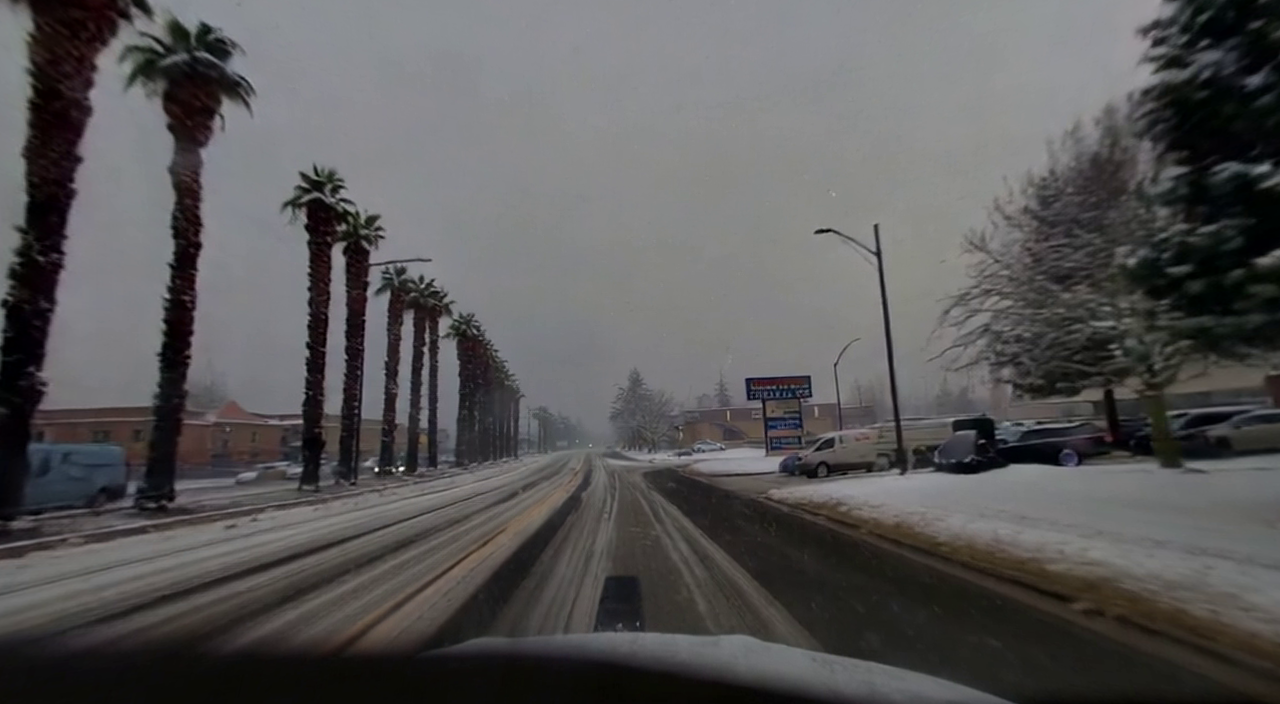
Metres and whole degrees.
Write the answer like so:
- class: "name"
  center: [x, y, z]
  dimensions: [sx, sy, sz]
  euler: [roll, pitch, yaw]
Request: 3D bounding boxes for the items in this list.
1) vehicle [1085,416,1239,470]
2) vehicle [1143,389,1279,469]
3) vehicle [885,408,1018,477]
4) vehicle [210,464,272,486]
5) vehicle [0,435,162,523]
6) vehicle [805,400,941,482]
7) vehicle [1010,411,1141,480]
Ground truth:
- class: "vehicle"
  center: [18.915, 3.373, 23.225]
  dimensions: [1.922, 1.770, 4.425]
  euler: [-1, -9, 2]
- class: "vehicle"
  center: [22.090, 2.886, 23.056]
  dimensions: [2.434, 2.604, 5.700]
  euler: [0, -9, -3]
- class: "vehicle"
  center: [11.475, 3.333, 23.068]
  dimensions: [2.514, 2.172, 5.798]
  euler: [-9, -12, 43]
- class: "vehicle"
  center: [-28.927, 8.913, 45.946]
  dimensions: [1.909, 1.436, 4.443]
  euler: [0, -9, -5]
- class: "vehicle"
  center: [-16.394, 3.346, 17.107]
  dimensions: [2.379, 2.034, 5.893]
  euler: [0, -9, -2]
- class: "vehicle"
  center: [9.324, 3.537, 24.996]
  dimensions: [5.942, 2.851, 2.531]
  euler: [8, -12, -43]
- class: "vehicle"
  center: [15.745, 3.345, 23.368]
  dimensions: [2.525, 2.043, 6.684]
  euler: [-7, -8, 23]
